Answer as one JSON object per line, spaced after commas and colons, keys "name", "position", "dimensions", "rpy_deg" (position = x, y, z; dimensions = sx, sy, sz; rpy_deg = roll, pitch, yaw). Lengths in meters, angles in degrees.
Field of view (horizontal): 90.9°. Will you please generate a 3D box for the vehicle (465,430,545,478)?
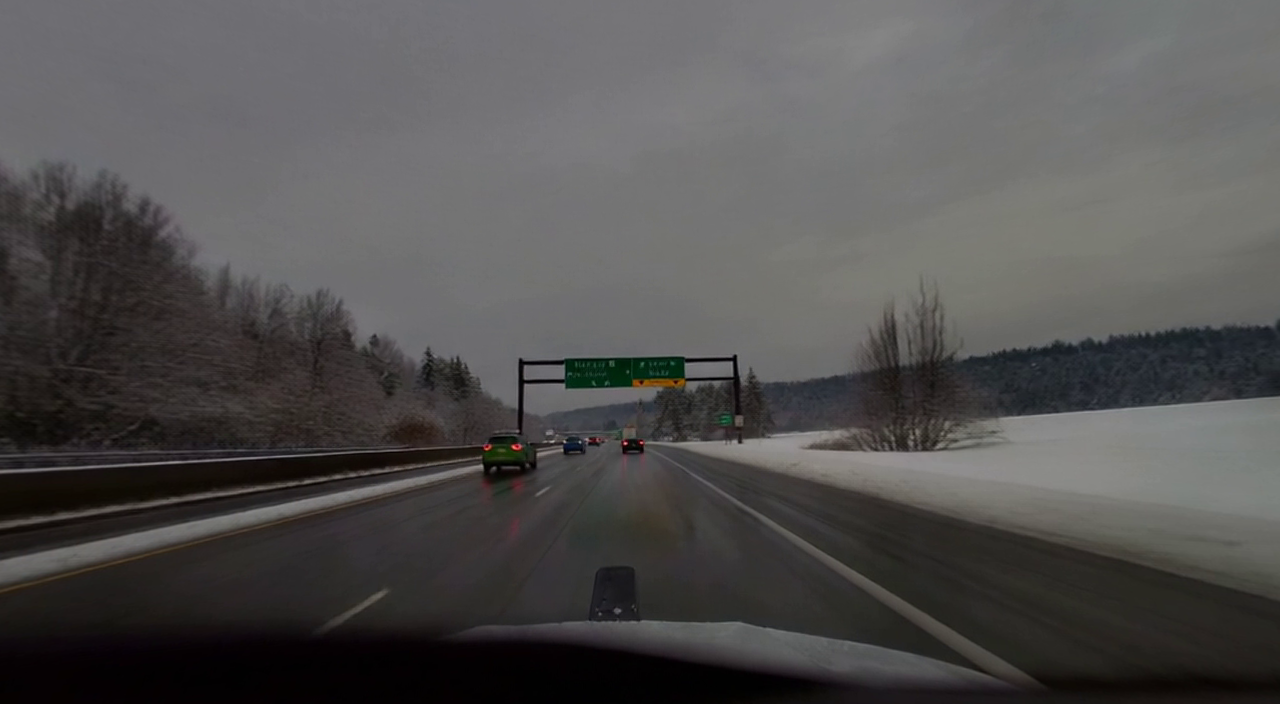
{"name": "vehicle", "position": [-4.560, 3.485, 21.870], "dimensions": [1.959, 1.514, 3.668], "rpy_deg": [0, -8, 0]}
